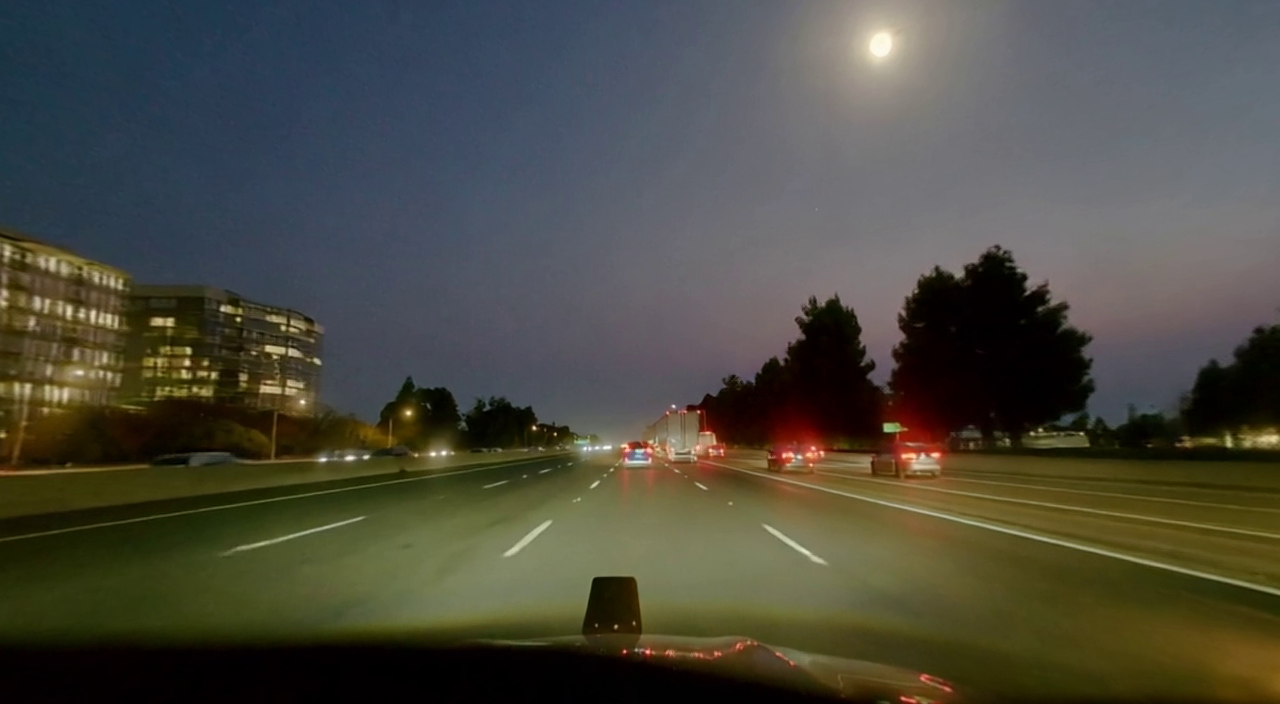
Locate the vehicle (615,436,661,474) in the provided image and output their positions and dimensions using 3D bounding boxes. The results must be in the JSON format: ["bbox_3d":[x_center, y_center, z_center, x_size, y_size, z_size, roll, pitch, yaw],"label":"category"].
[{"bbox_3d":[-0.135,5.532,34.107,2.297,1.912,4.355,0,-9,-1],"label":"vehicle"}]

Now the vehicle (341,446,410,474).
[{"bbox_3d":[-18.076,7.370,43.475,2.226,1.790,5.699,0,-9,1],"label":"vehicle"}]

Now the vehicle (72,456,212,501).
[{"bbox_3d":[-18.059,4.566,23.198,1.790,1.443,4.106,0,-9,0],"label":"vehicle"}]
